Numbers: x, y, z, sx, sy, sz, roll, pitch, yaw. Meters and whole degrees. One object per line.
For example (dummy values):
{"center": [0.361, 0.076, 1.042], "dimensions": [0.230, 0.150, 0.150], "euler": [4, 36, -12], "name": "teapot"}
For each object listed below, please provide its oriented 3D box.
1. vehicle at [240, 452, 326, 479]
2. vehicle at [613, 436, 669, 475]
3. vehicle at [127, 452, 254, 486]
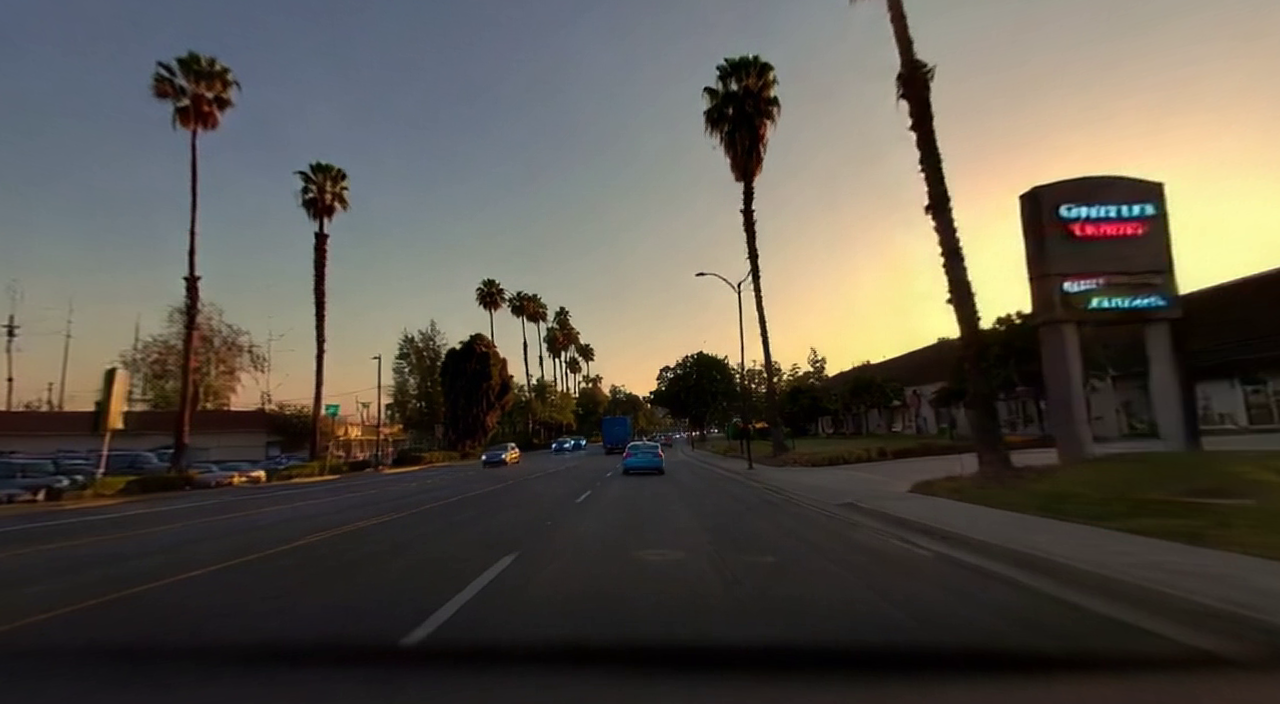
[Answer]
{"center": [-21.534, 6.802, 37.975], "dimensions": [4.320, 1.496, 2.046], "euler": [5, -10, -29], "name": "vehicle"}
{"center": [0.074, 4.319, 26.397], "dimensions": [2.144, 1.514, 4.063], "euler": [0, -9, 1], "name": "vehicle"}
{"center": [-21.345, 5.565, 30.043], "dimensions": [4.440, 1.498, 2.001], "euler": [3, -9, -20], "name": "vehicle"}
